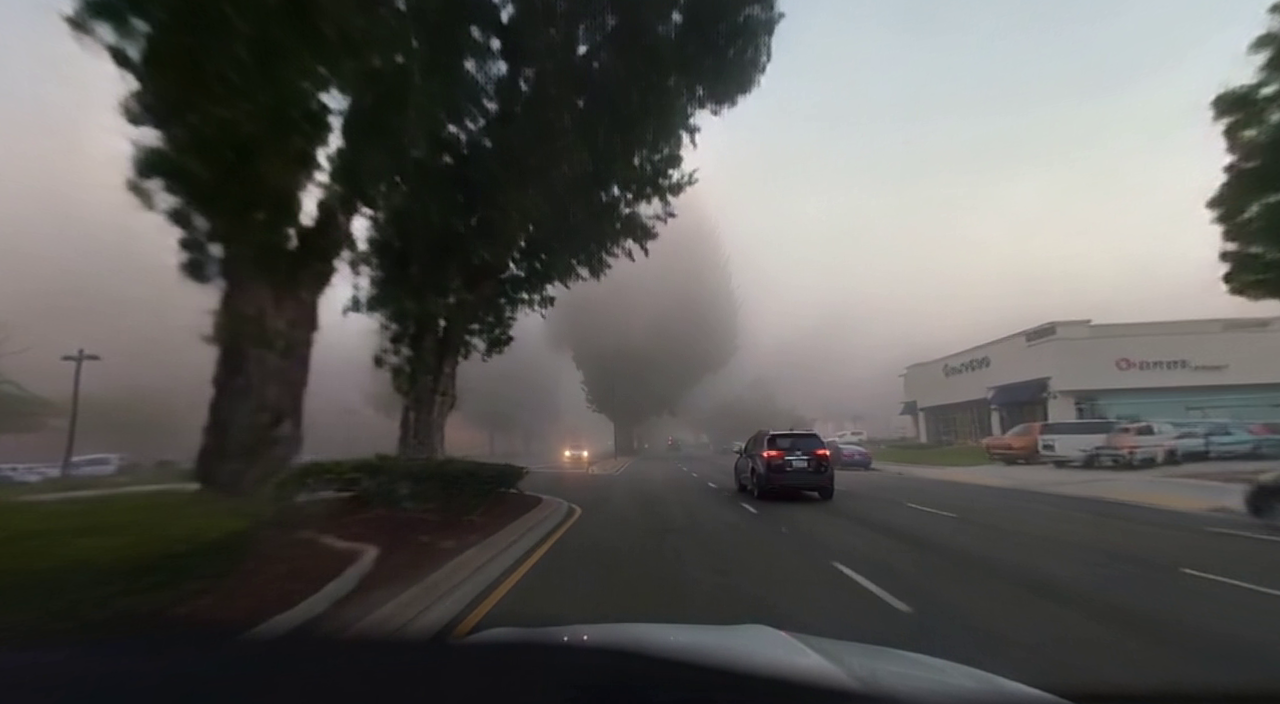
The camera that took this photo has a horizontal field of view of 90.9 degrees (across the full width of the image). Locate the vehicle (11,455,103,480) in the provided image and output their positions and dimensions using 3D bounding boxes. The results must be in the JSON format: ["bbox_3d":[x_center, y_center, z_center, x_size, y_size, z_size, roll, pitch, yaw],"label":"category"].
[{"bbox_3d":[-42.663,8.482,46.203,4.701,1.723,1.969,0,-8,-1],"label":"vehicle"}]

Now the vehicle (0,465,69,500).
[{"bbox_3d":[-29.748,6.115,29.548,4.196,1.424,1.928,-2,-7,5],"label":"vehicle"}]

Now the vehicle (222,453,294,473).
[{"bbox_3d":[-29.613,8.611,48.890,4.306,1.459,2.001,-1,-8,2],"label":"vehicle"}]

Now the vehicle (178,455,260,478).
[{"bbox_3d":[-28.949,7.891,43.422,4.246,1.457,1.889,0,-8,1],"label":"vehicle"}]

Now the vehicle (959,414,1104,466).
[{"bbox_3d":[15.583,3.582,25.589,2.139,1.881,5.511,0,-8,-2],"label":"vehicle"}]

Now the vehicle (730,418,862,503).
[{"bbox_3d":[3.769,2.720,16.177,2.183,1.845,4.482,0,-8,0],"label":"vehicle"}]

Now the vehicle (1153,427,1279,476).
[{"bbox_3d":[20.727,3.352,21.395,4.695,1.570,2.066,0,-8,3],"label":"vehicle"}]

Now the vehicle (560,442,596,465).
[{"bbox_3d":[-4.111,6.843,42.653,2.031,1.478,4.434,0,-8,-1],"label":"vehicle"}]
